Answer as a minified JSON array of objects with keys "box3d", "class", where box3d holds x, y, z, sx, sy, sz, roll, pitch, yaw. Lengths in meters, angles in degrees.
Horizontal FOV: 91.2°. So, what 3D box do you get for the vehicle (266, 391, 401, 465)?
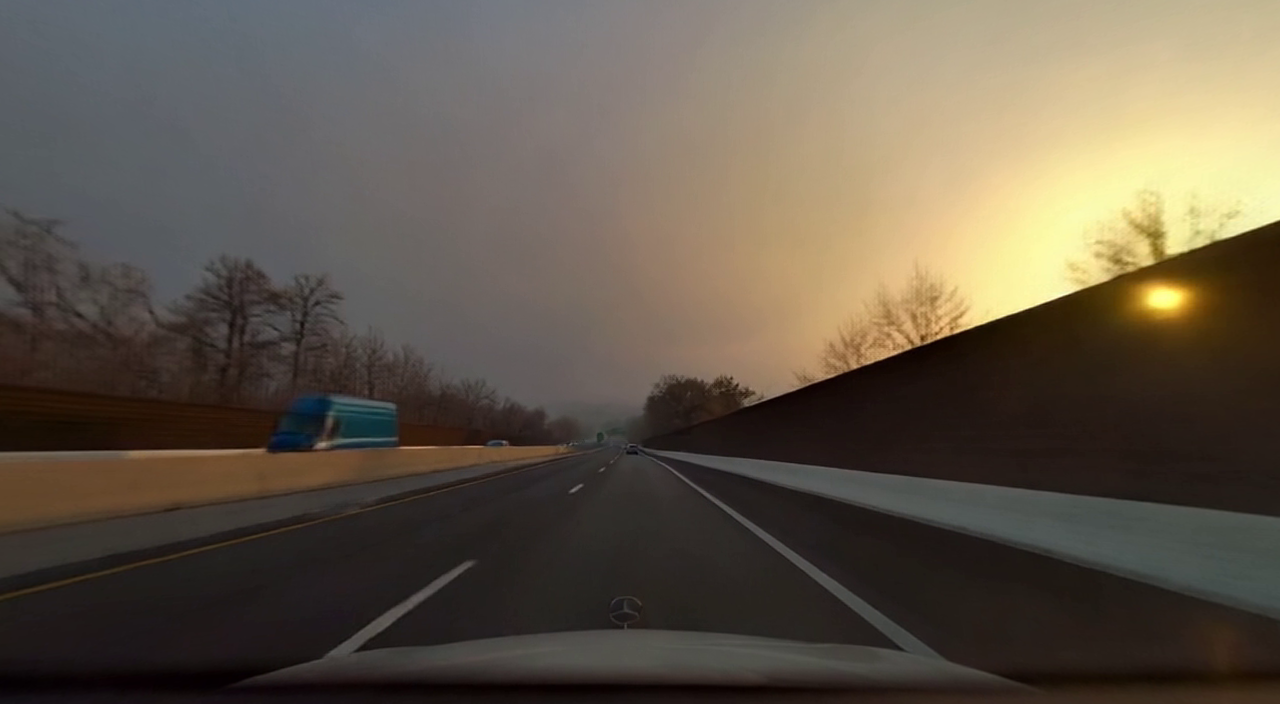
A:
[{"box3d":[-16.815,4.400,35.485,2.967,3.629,9.285,0,-8,0],"class":"vehicle"}]
